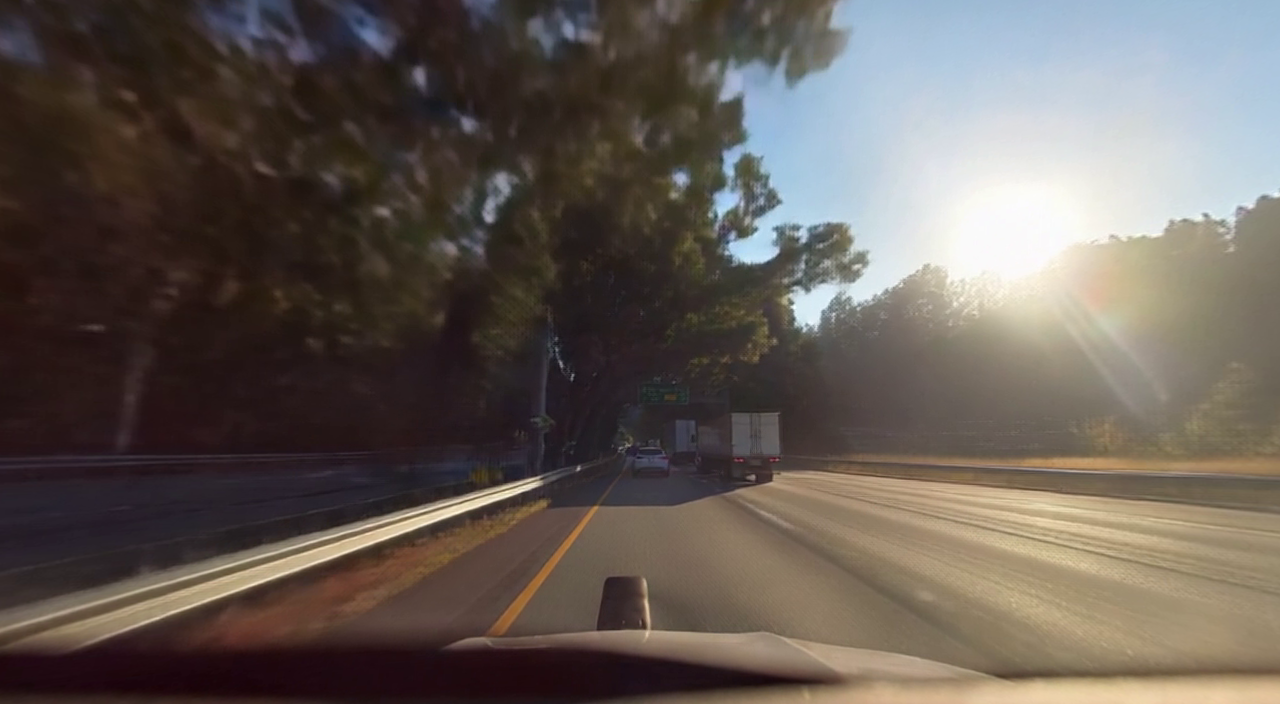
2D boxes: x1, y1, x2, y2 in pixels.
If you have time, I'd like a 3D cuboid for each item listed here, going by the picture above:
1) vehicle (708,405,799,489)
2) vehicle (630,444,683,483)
[{"bbox_3d":[4.890,4.303,28.677,2.600,3.282,7.635,0,-9,-1],"label":"vehicle"},{"bbox_3d":[0.629,4.720,26.985,2.069,1.523,4.012,0,-9,-1],"label":"vehicle"}]
